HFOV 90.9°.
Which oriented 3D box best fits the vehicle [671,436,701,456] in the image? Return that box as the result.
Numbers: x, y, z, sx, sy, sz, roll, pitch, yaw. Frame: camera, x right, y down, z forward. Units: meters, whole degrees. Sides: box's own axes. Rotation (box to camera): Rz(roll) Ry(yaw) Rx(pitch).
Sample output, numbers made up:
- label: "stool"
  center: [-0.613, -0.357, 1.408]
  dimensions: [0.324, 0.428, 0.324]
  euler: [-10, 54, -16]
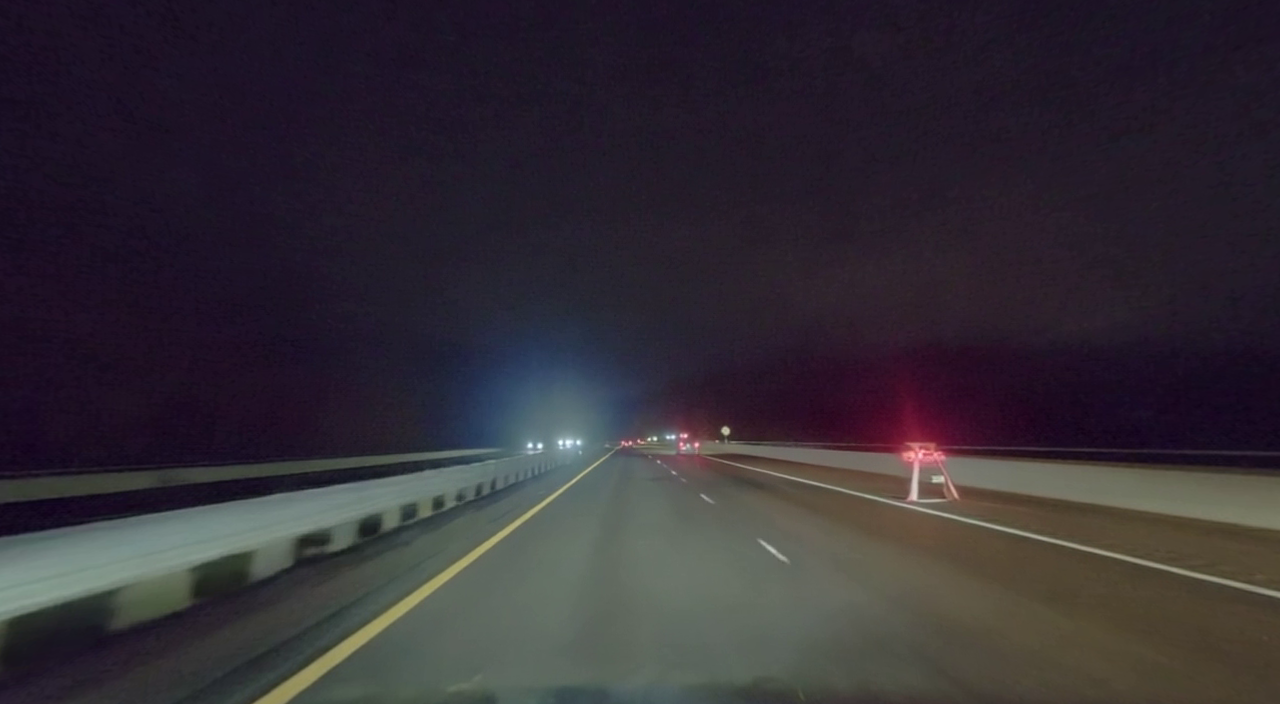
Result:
- label: "vehicle"
  center: [3.594, 7.421, 49.878]
  dimensions: [1.995, 1.490, 3.857]
  euler: [0, -8, -1]
